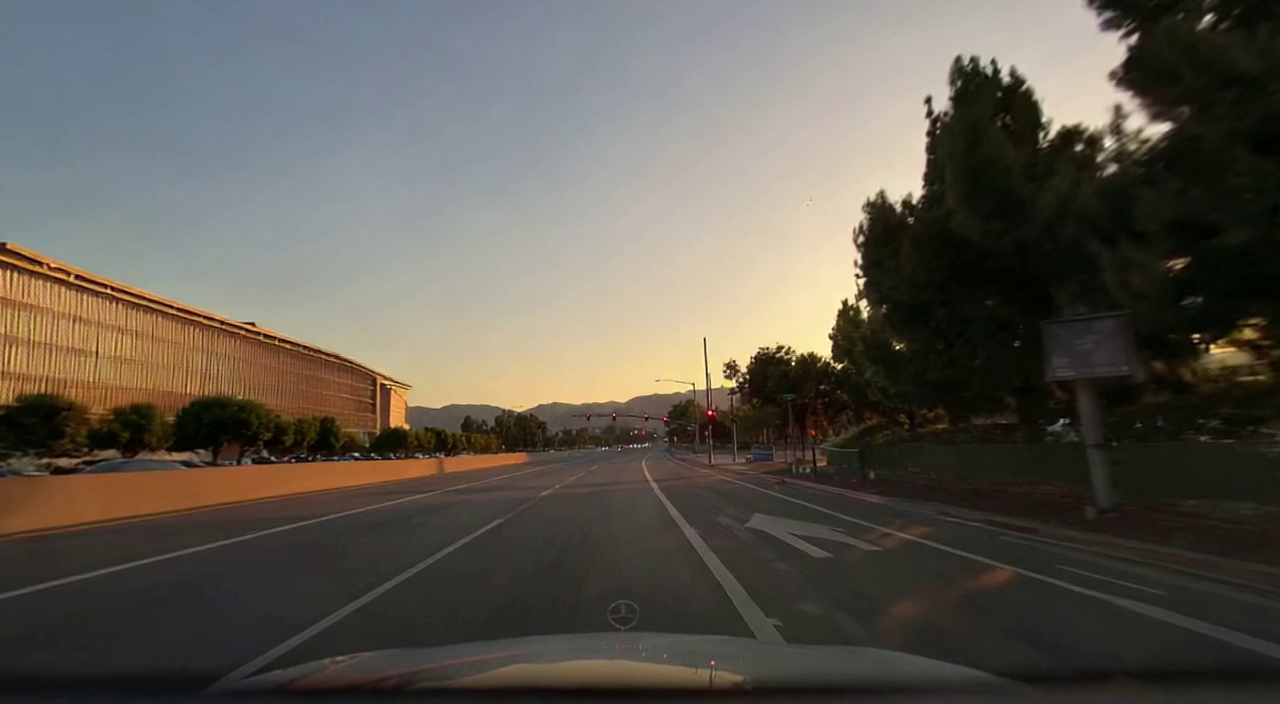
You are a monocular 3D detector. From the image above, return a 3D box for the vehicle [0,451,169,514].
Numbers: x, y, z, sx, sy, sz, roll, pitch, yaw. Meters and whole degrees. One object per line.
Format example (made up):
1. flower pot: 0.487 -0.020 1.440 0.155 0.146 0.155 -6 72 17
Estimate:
1. vehicle: -15.907 3.545 17.670 2.072 1.479 4.357 0 -9 0
